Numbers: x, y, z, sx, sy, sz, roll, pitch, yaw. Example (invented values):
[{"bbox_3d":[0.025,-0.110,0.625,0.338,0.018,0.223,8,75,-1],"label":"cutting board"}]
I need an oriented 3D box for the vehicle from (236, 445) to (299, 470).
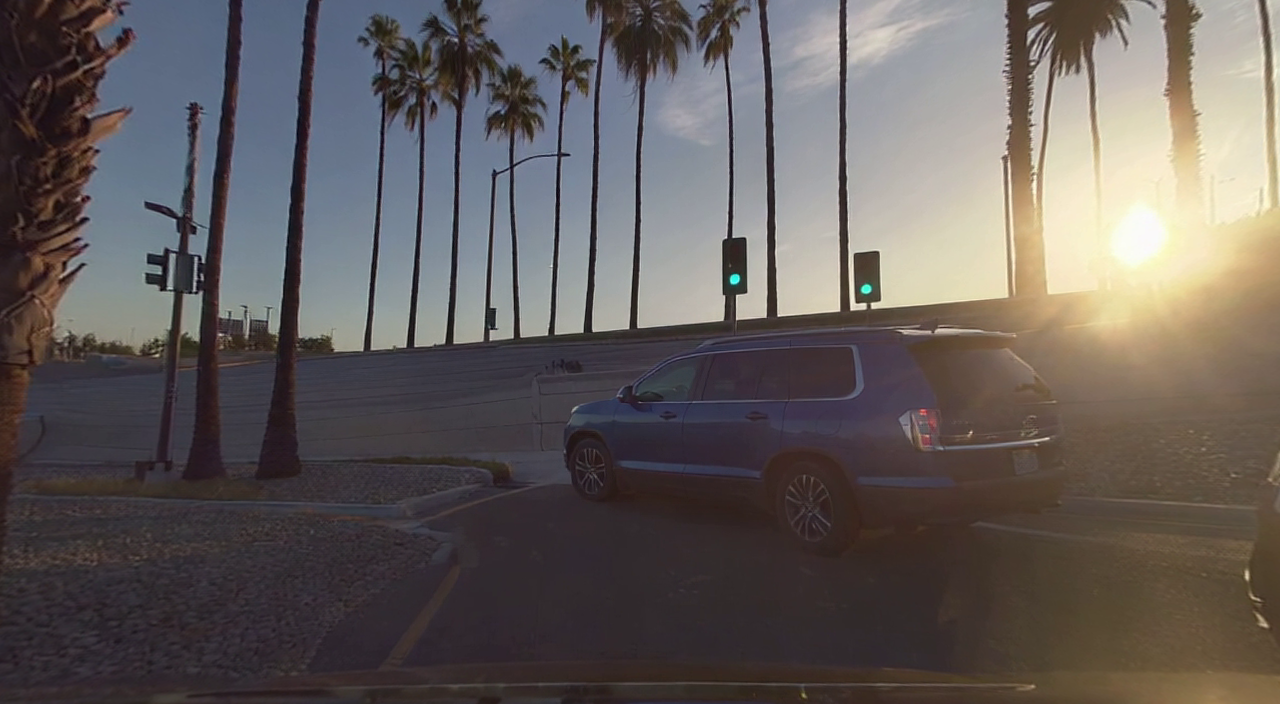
[{"bbox_3d":[-26.265,7.423,44.557,1.941,1.631,4.017,0,-9,0],"label":"vehicle"}]

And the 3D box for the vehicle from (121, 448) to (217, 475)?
[{"bbox_3d":[-26.564,6.164,35.687,1.830,1.443,4.551,0,-9,2],"label":"vehicle"}]

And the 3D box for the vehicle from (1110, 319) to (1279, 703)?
[{"bbox_3d":[3.457,0.526,0.801,2.028,1.770,4.737,0,-9,0],"label":"vehicle"}]
